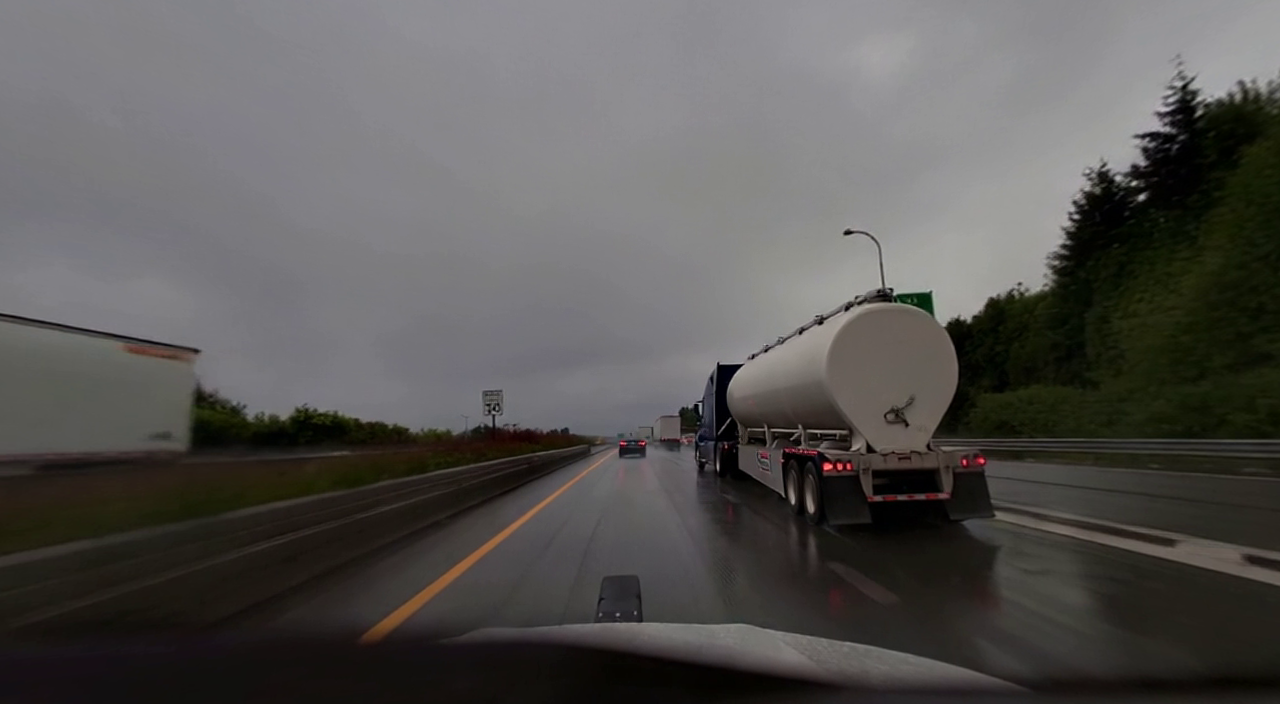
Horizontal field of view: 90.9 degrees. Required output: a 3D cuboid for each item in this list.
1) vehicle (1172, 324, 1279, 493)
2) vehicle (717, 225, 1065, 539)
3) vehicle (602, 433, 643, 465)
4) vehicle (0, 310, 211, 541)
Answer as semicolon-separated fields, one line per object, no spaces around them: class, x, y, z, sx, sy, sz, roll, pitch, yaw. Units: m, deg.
vehicle;17.258;1.127;13.529;2.722;4.038;8.781;2;-8;-12
vehicle;3.622;0.934;12.425;2.826;3.905;9.262;0;-8;-1
vehicle;-0.864;4.970;32.455;2.000;1.510;3.518;0;-8;-1
vehicle;-12.905;1.105;9.727;2.895;4.123;14.208;0;-8;-1
